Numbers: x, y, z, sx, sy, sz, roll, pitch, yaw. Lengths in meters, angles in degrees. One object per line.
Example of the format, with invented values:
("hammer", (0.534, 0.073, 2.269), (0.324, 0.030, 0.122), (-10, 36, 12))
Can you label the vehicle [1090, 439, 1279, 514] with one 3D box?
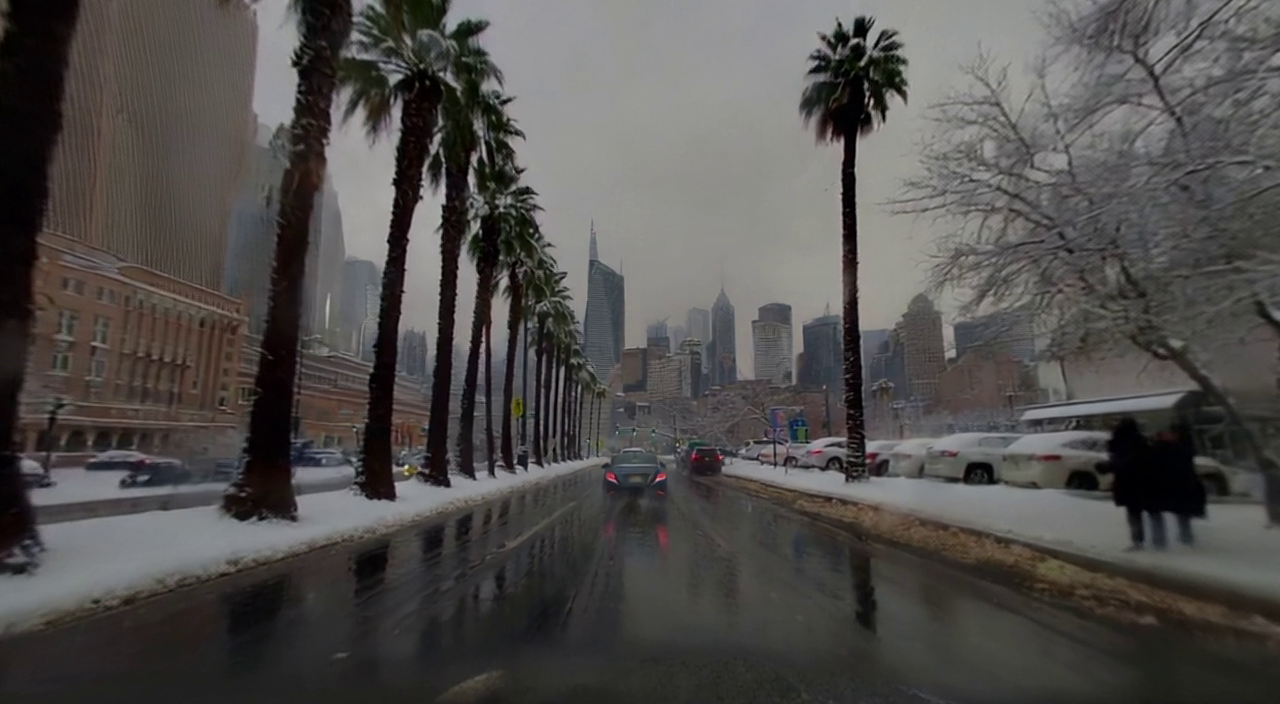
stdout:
("vehicle", (12.943, 2.680, 13.867), (4.363, 1.488, 2.248), (1, -9, -4))

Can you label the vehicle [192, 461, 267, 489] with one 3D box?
("vehicle", (-26.580, 7.947, 40.926), (1.913, 1.604, 4.331), (0, -8, 0))

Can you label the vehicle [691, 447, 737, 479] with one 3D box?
("vehicle", (4.338, 6.580, 37.561), (2.136, 1.774, 4.778), (0, -8, 0))

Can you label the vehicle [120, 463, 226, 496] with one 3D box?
("vehicle", (-23.300, 6.353, 31.641), (1.860, 1.420, 4.472), (0, -8, 0))

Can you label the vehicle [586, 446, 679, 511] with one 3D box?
("vehicle", (-0.148, 3.332, 17.098), (2.235, 1.528, 3.876), (0, -8, 1))
